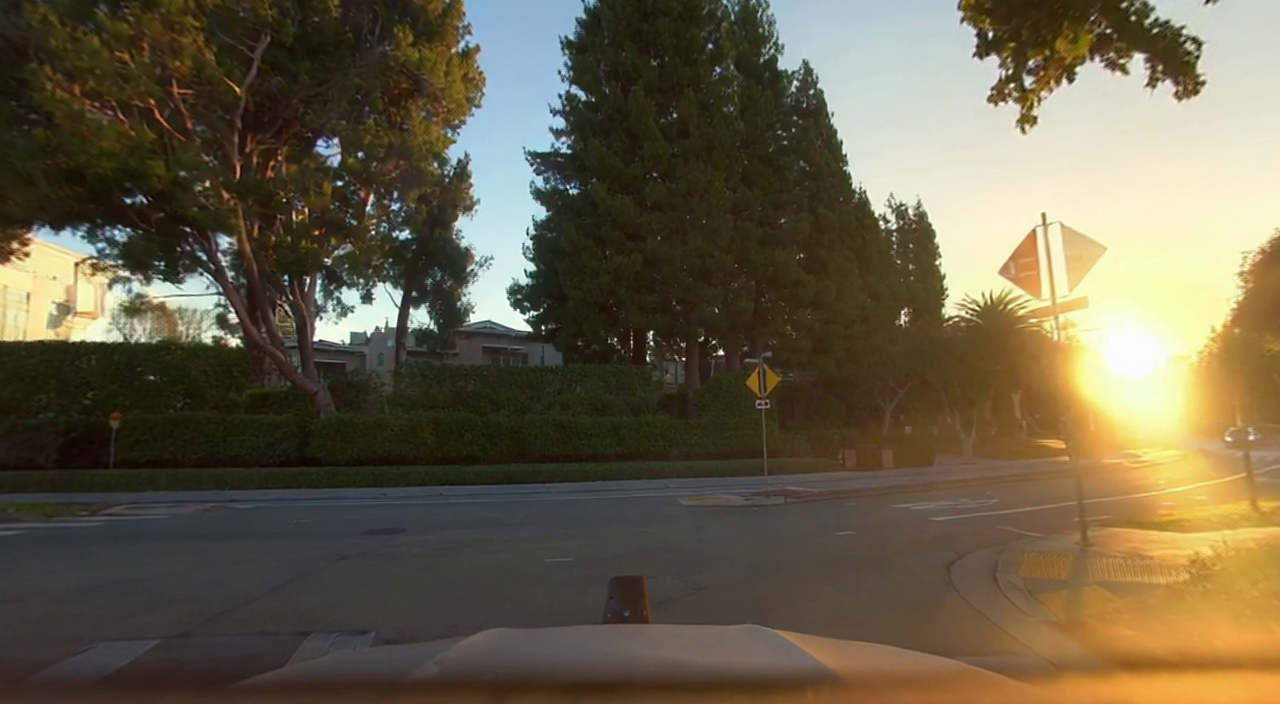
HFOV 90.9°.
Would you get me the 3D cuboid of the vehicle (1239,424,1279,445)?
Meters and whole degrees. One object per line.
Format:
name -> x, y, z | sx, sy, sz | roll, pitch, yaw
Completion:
vehicle -> 45.211, 5.977, 45.380 | 4.473, 1.474, 2.108 | 6, -10, -37
